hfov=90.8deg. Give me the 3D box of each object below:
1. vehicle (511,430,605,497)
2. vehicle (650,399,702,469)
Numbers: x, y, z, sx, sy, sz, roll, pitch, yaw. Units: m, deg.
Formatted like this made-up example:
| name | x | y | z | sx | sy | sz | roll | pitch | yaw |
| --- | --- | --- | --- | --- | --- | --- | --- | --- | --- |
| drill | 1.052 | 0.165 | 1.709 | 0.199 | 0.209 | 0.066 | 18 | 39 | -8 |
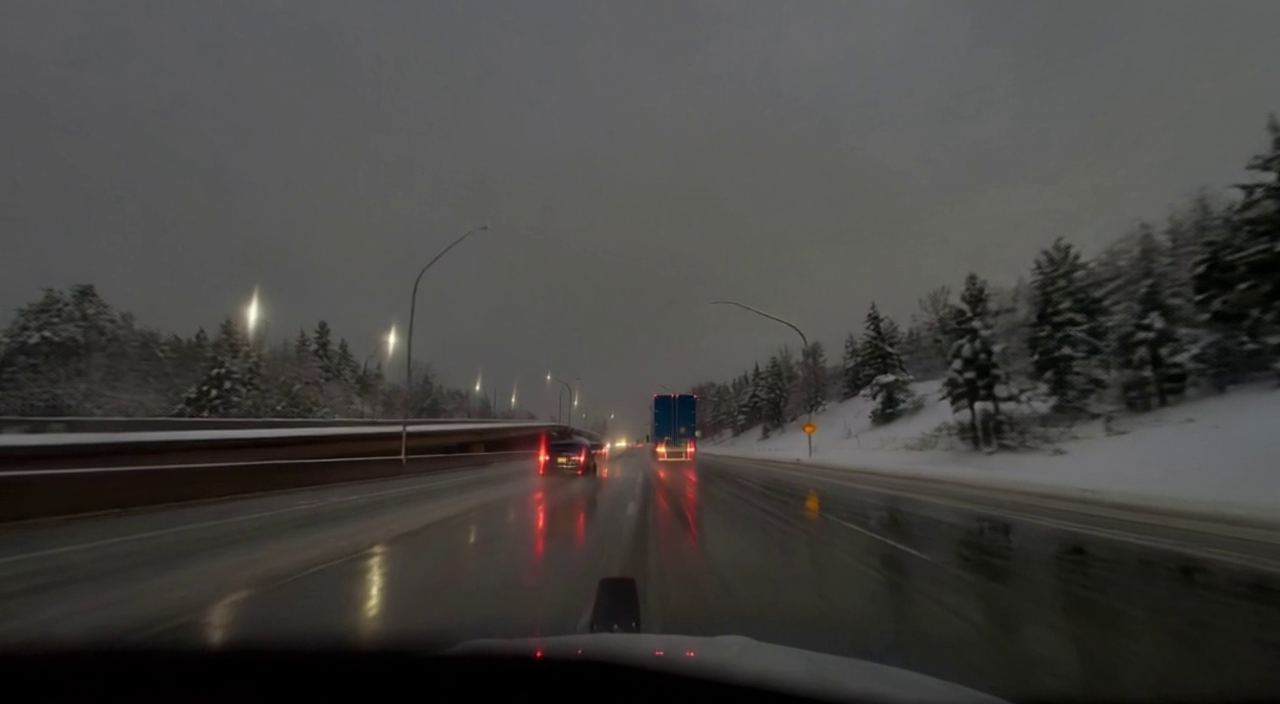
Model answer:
| name | x | y | z | sx | sy | sz | roll | pitch | yaw |
| --- | --- | --- | --- | --- | --- | --- | --- | --- | --- |
| vehicle | -2.241 | 3.228 | 18.653 | 2.077 | 1.716 | 4.514 | 0 | -9 | 1 |
| vehicle | 2.208 | 5.509 | 41.826 | 2.964 | 4.063 | 10.072 | 0 | -9 | 1 |
